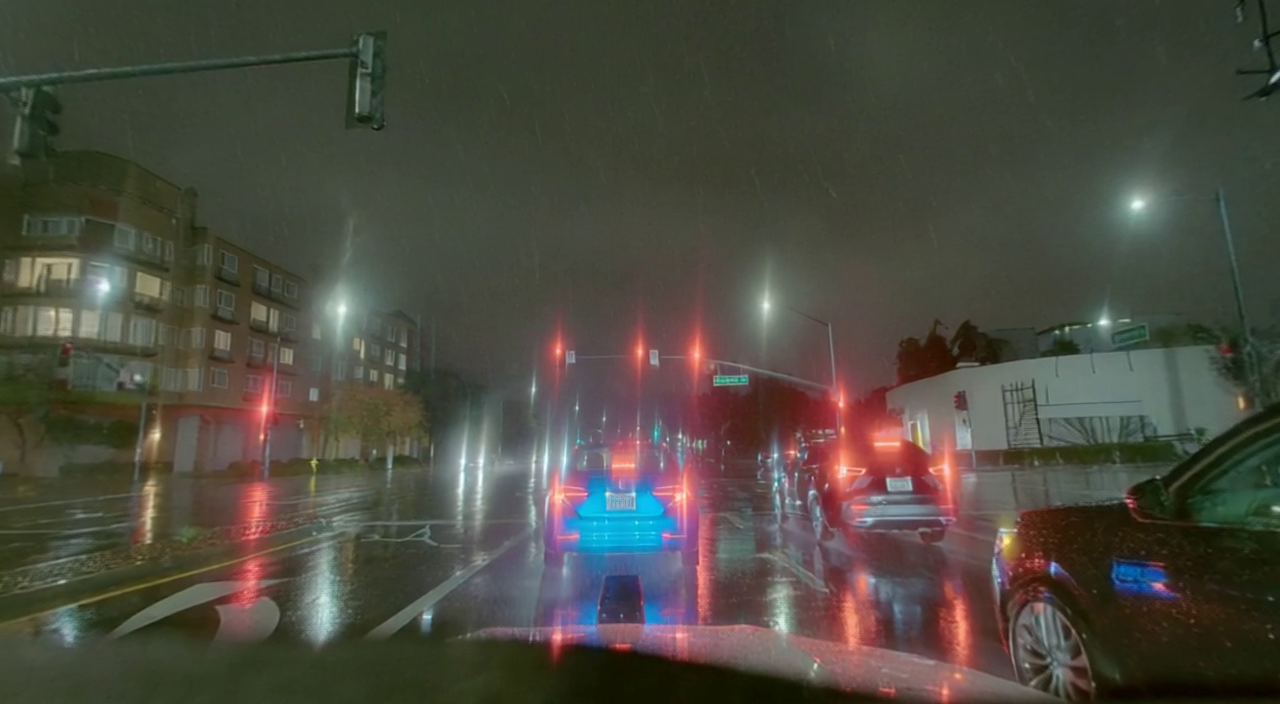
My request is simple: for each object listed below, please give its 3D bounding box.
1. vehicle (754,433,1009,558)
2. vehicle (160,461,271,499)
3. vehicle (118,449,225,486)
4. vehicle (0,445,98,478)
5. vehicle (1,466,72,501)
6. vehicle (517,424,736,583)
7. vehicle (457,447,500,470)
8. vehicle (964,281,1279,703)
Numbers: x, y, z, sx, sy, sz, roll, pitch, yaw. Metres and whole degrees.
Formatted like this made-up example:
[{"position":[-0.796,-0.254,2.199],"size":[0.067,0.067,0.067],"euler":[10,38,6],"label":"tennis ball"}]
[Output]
[{"position":[3.218,1.994,9.598],"size":[2.009,1.414,4.416],"euler":[0,-8,-2],"label":"vehicle"},{"position":[-19.078,5.761,28.703],"size":[1.942,1.453,4.448],"euler":[0,-9,0],"label":"vehicle"},{"position":[-27.484,6.753,37.359],"size":[2.300,1.932,5.056],"euler":[-1,-8,2],"label":"vehicle"},{"position":[-35.571,6.481,37.443],"size":[2.145,1.797,5.198],"euler":[-1,-10,1],"label":"vehicle"},{"position":[-28.002,6.076,29.450],"size":[1.972,1.433,4.324],"euler":[8,-12,-39],"label":"vehicle"},{"position":[-0.141,1.738,8.060],"size":[2.095,1.502,3.873],"euler":[0,-8,0],"label":"vehicle"},{"position":[-11.676,7.728,46.034],"size":[1.887,1.516,4.524],"euler":[0,-8,1],"label":"vehicle"},{"position":[3.000,0.624,1.578],"size":[2.047,1.785,4.357],"euler":[0,-8,0],"label":"vehicle"}]
